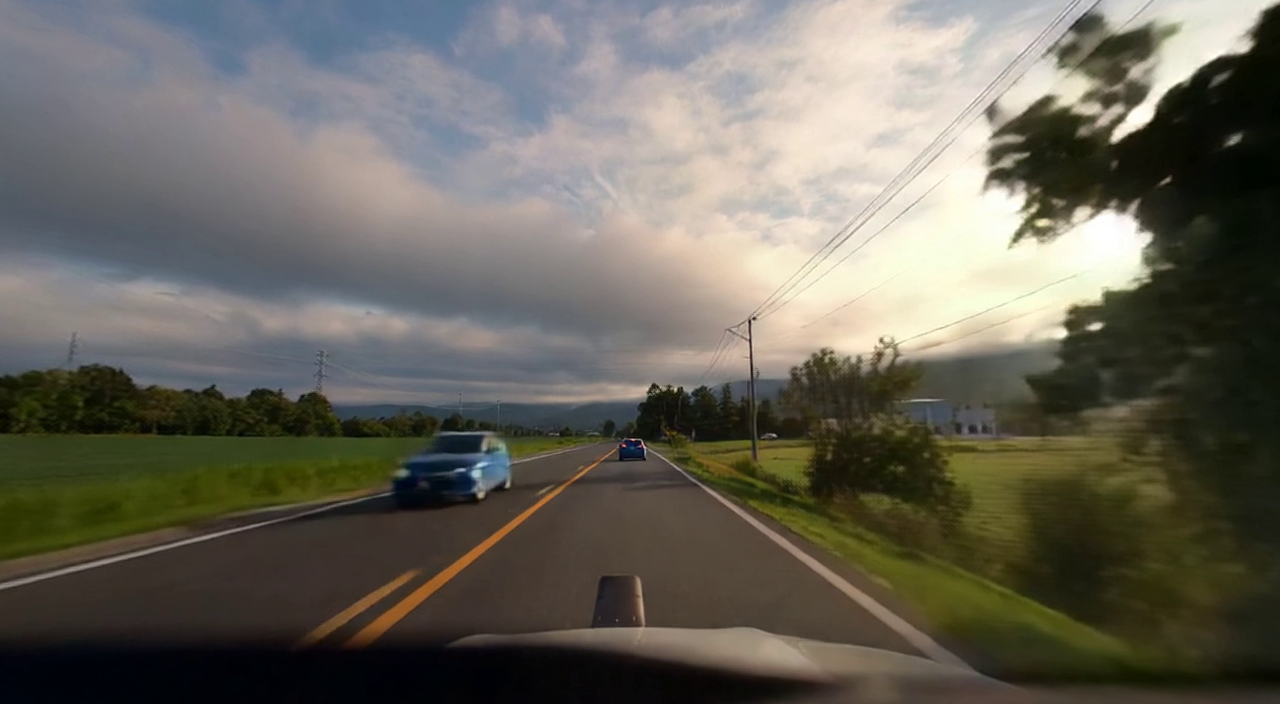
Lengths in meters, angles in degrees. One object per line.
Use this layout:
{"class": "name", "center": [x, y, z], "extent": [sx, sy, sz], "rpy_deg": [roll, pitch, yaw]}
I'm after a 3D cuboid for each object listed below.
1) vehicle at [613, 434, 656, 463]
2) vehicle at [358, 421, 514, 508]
{"class": "vehicle", "center": [-0.298, 5.249, 34.578], "extent": [2.241, 1.471, 3.829], "rpy_deg": [0, -8, -1]}
{"class": "vehicle", "center": [-4.126, 2.326, 13.552], "extent": [2.079, 1.591, 3.951], "rpy_deg": [0, -8, -1]}
